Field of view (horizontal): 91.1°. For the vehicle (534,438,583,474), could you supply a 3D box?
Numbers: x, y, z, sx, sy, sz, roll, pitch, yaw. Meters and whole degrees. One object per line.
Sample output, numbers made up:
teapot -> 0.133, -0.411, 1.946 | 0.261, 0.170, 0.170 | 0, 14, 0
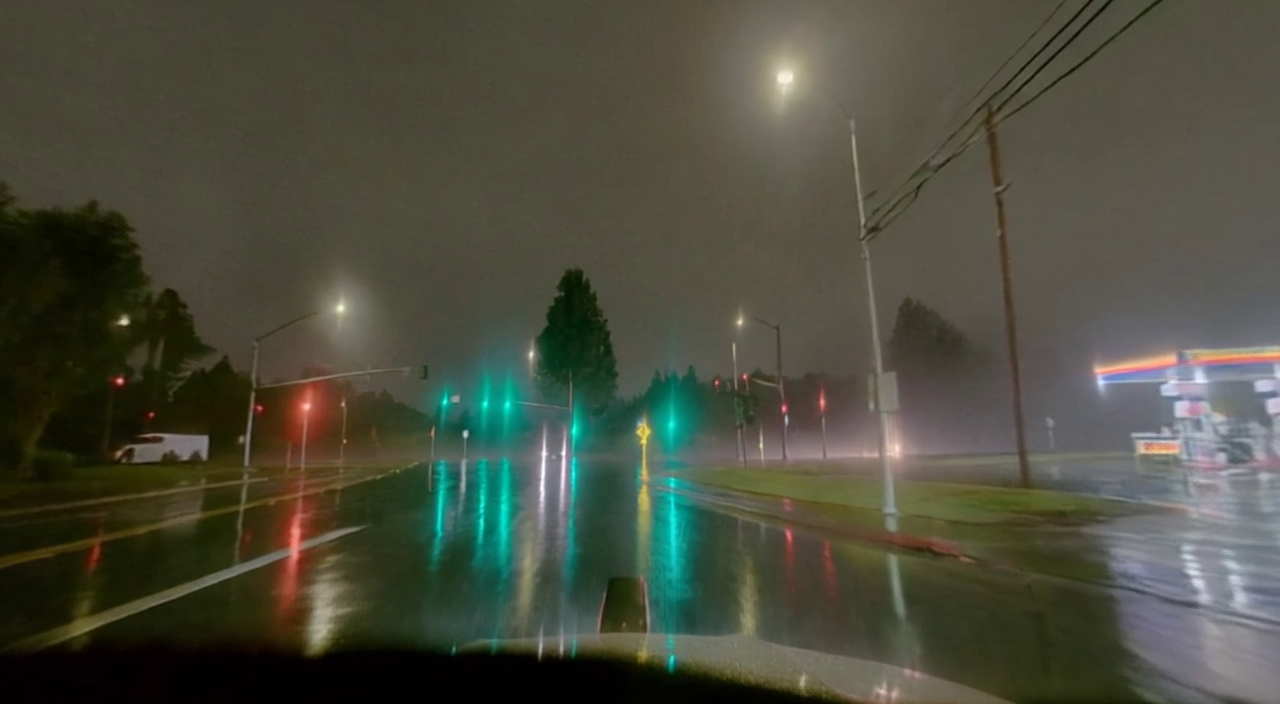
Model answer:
vehicle -> -4.737, 5.914, 35.937 | 2.300, 1.868, 4.690 | 2, -9, -13

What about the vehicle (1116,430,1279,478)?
vehicle -> 18.961, 3.398, 21.023 | 4.677, 1.494, 1.960 | 1, -9, -9

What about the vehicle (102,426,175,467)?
vehicle -> -32.267, 6.122, 40.456 | 2.427, 2.514, 2.560 | -4, -10, 21
